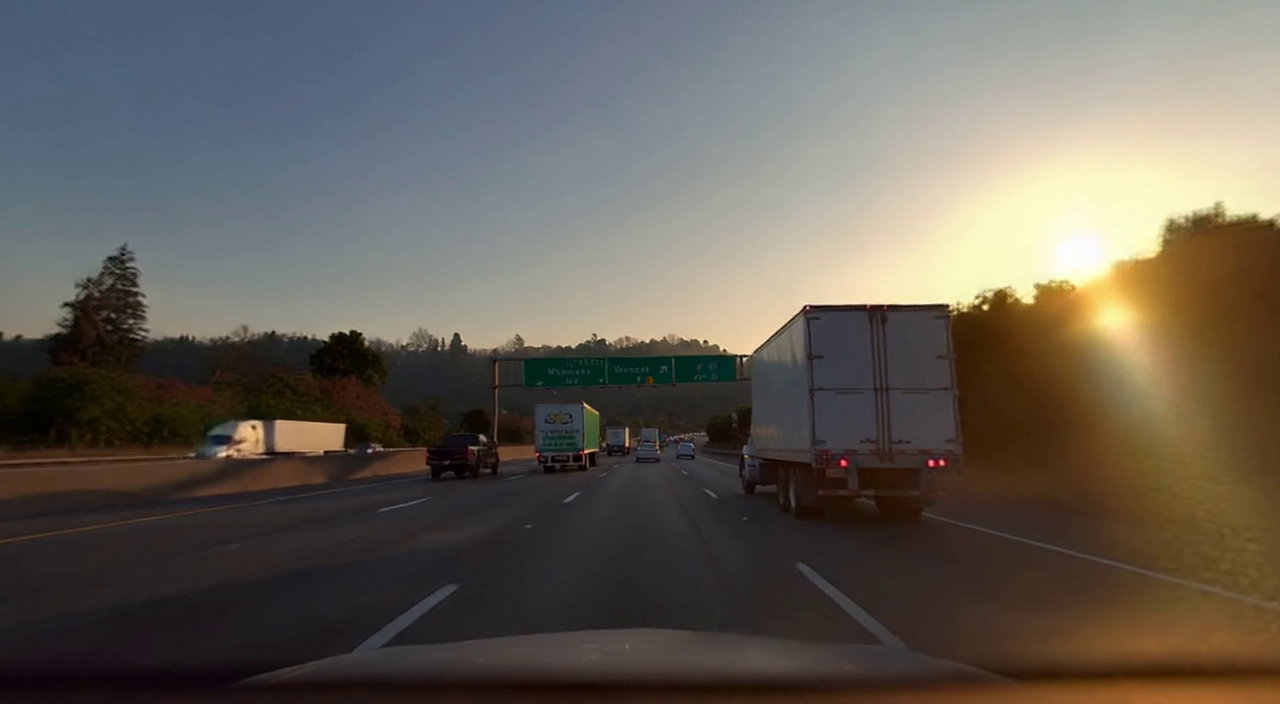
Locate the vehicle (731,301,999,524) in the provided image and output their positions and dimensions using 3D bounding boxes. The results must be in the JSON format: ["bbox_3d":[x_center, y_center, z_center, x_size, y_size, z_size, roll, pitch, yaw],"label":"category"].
[{"bbox_3d":[4.025,1.463,13.662,2.895,3.484,7.631,0,-8,0],"label":"vehicle"}]

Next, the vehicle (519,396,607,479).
[{"bbox_3d":[-3.128,3.814,27.979,2.745,3.156,7.608,0,-8,2],"label":"vehicle"}]

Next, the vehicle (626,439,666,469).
[{"bbox_3d":[0.313,5.592,34.765,2.105,1.502,4.068,0,-8,0],"label":"vehicle"}]

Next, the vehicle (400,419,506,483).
[{"bbox_3d":[-7.044,3.828,24.522,2.322,2.195,5.556,0,-8,1],"label":"vehicle"}]
